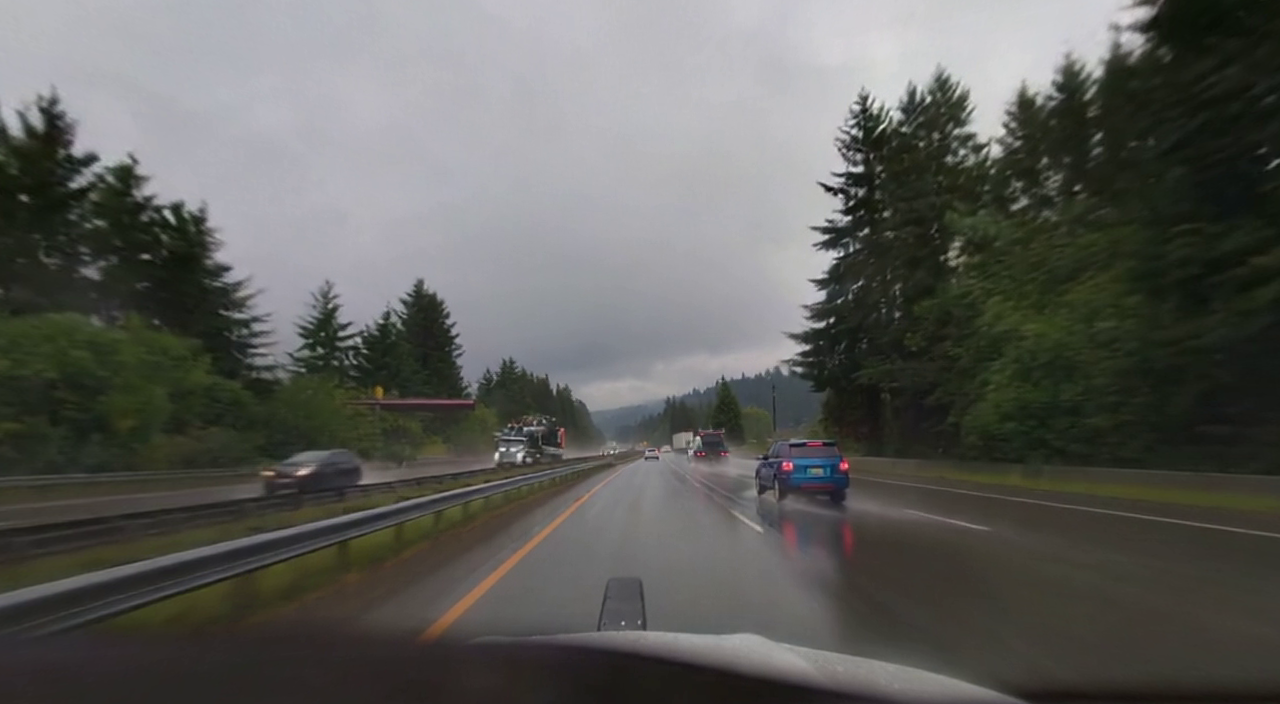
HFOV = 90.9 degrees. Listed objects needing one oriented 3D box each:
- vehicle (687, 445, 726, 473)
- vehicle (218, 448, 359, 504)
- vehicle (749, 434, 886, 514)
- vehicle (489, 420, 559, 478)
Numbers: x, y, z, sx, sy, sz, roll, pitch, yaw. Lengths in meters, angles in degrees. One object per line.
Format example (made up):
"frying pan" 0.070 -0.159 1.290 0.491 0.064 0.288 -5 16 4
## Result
"vehicle" 4.244 6.883 40.704 2.022 1.658 4.132 0 -9 0
"vehicle" -12.668 4.469 23.245 2.143 1.787 5.264 0 -9 0
"vehicle" 3.981 2.810 14.925 2.005 1.604 4.002 0 -9 -1
"vehicle" -7.565 6.508 42.350 3.011 3.465 8.510 0 -9 1
